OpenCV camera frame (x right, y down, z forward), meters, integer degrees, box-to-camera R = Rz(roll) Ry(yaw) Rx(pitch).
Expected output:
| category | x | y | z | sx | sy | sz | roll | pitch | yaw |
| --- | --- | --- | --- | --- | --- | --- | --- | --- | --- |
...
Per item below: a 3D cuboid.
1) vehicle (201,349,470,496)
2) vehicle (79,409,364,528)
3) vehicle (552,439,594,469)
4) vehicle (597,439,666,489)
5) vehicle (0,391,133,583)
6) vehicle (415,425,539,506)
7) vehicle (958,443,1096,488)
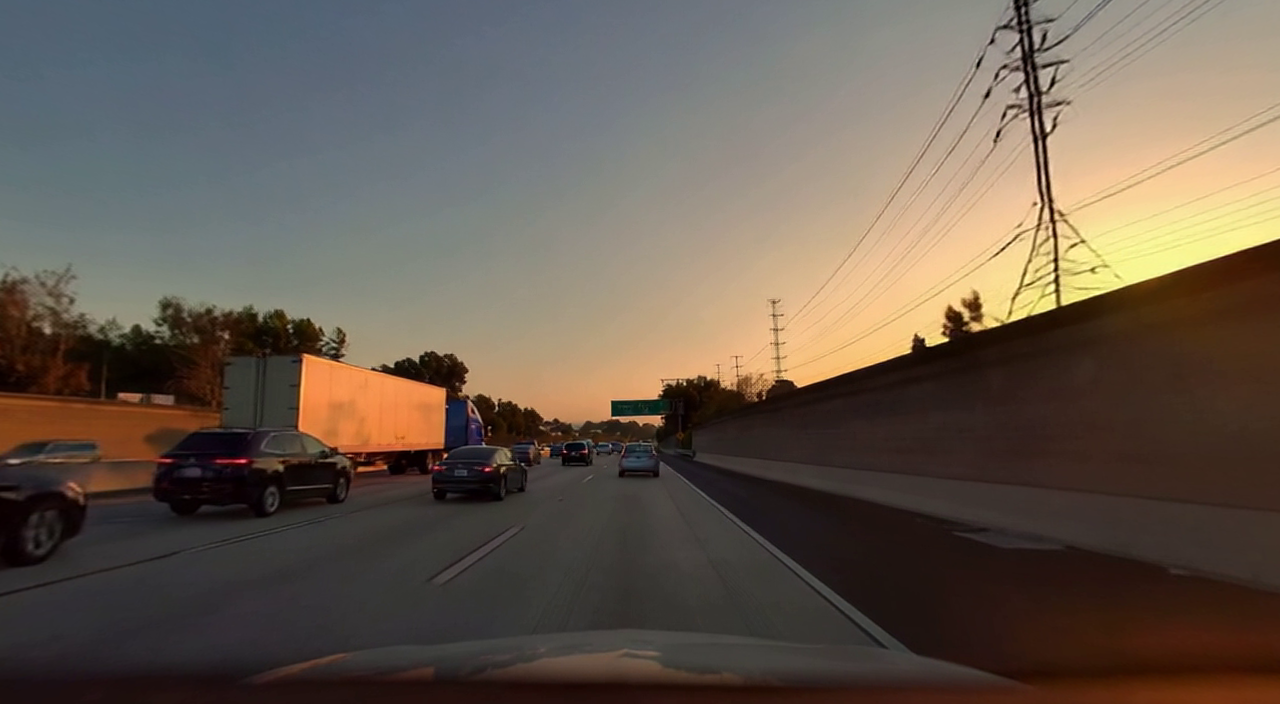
| category | x | y | z | sx | sy | sz | roll | pitch | yaw |
| --- | --- | --- | --- | --- | --- | --- | --- | --- | --- |
| vehicle | -10.631 | 3.152 | 25.788 | 2.892 | 4.073 | 16.528 | 0 | -9 | 0 |
| vehicle | -7.585 | 2.185 | 12.349 | 2.054 | 1.825 | 5.072 | 0 | -9 | 0 |
| vehicle | -4.024 | 6.201 | 38.623 | 1.976 | 1.705 | 4.176 | 0 | -9 | 1 |
| vehicle | -0.274 | 3.679 | 21.033 | 2.089 | 1.477 | 3.818 | 0 | -9 | -1 |
| vehicle | -6.939 | 1.137 | 5.082 | 2.027 | 1.762 | 4.386 | 0 | -9 | 0 |
| vehicle | -3.819 | 2.750 | 15.664 | 1.923 | 1.716 | 4.289 | 0 | -9 | 0 |
| vehicle | 14.088 | 4.126 | 23.424 | 2.027 | 1.478 | 4.849 | 0 | -9 | -1 |
